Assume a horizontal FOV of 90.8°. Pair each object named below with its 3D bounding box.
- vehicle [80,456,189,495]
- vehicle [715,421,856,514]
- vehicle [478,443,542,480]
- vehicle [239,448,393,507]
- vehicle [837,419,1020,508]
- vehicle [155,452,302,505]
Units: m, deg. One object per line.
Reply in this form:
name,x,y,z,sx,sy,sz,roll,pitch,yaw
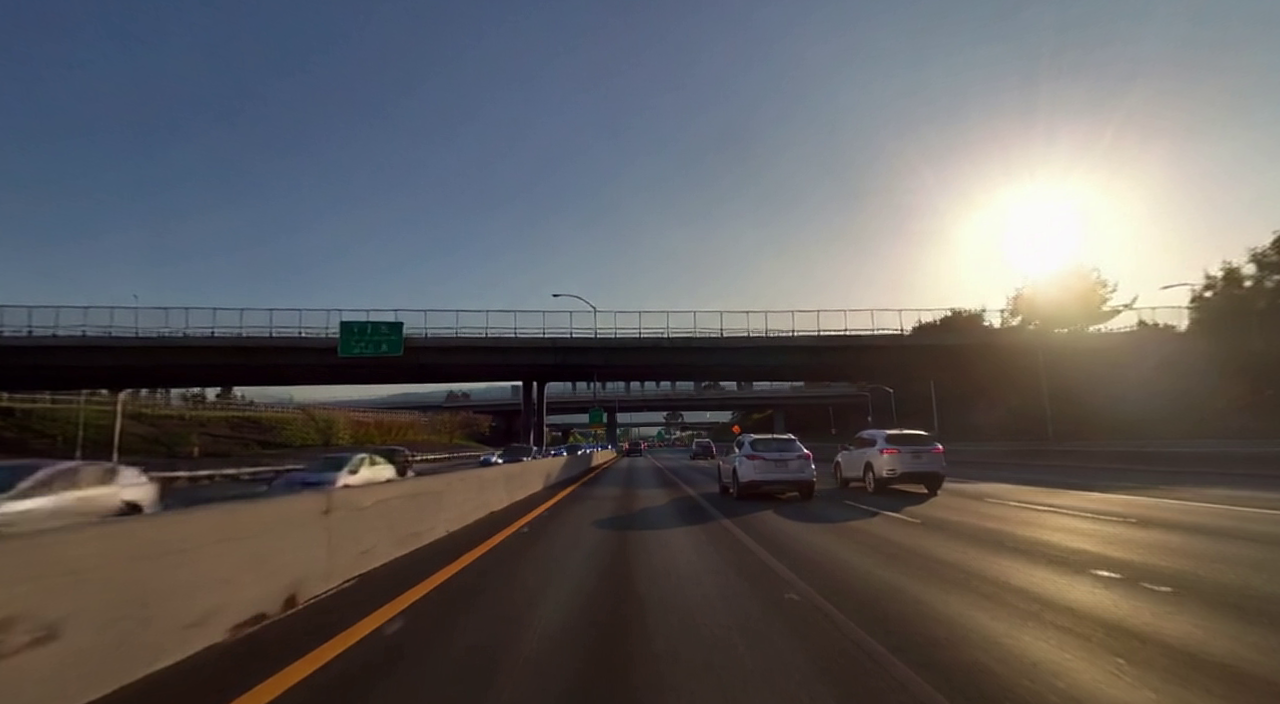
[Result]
vehicle,-24.596,5.987,30.953,1.869,1.649,4.303,0,-9,-3
vehicle,2.962,2.474,13.950,2.059,1.711,4.302,0,-9,-1
vehicle,-5.762,4.890,28.530,1.948,1.554,4.122,0,-9,1
vehicle,-9.344,3.624,18.768,2.076,1.492,4.669,0,-9,0
vehicle,6.656,2.645,15.385,2.040,1.801,4.959,0,-9,-1
vehicle,-13.256,4.064,20.709,2.186,1.521,3.866,0,-9,0
